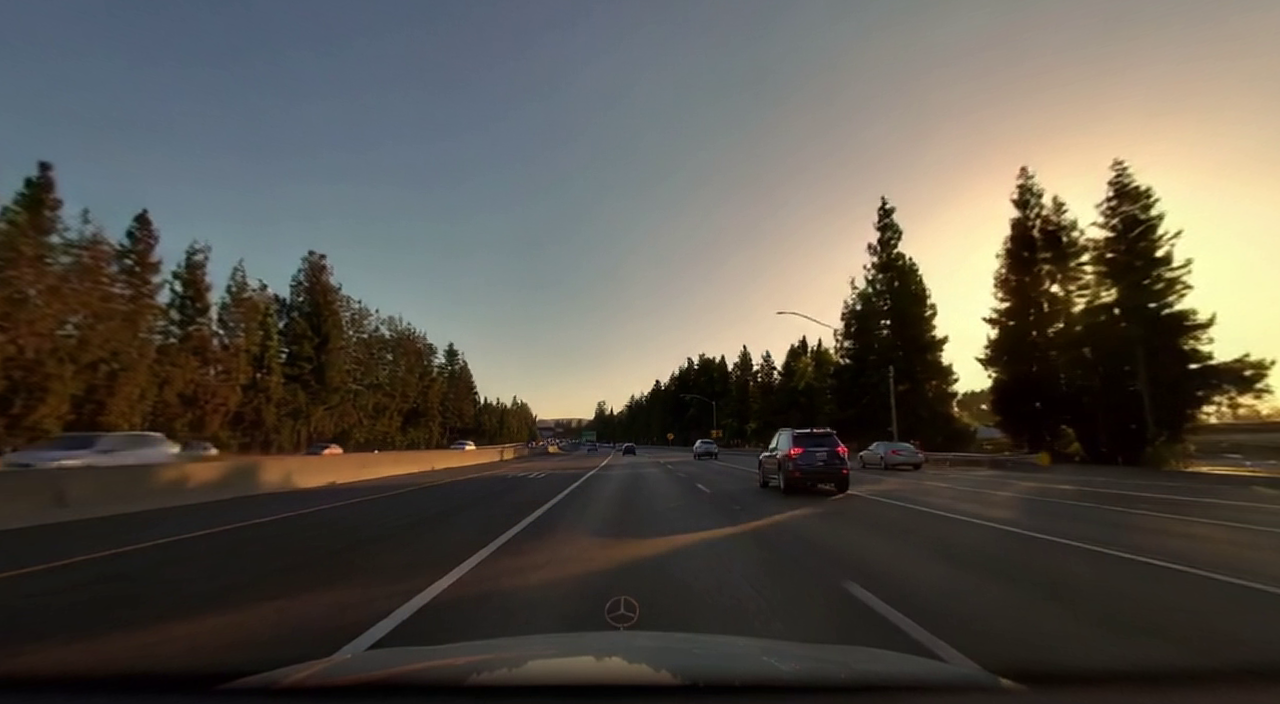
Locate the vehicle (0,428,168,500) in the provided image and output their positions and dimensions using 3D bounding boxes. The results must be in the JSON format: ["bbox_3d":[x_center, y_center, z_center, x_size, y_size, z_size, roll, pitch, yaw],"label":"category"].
[{"bbox_3d":[-16.694,3.118,18.015,2.114,1.742,5.510,0,-8,0],"label":"vehicle"}]

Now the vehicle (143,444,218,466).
[{"bbox_3d":[-32.355,7.263,44.511,1.844,1.483,4.609,0,-8,-1],"label":"vehicle"}]

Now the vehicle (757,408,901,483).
[{"bbox_3d":[6.639,3.511,23.689,2.779,2.339,8.073,0,-8,-1],"label":"vehicle"}]
